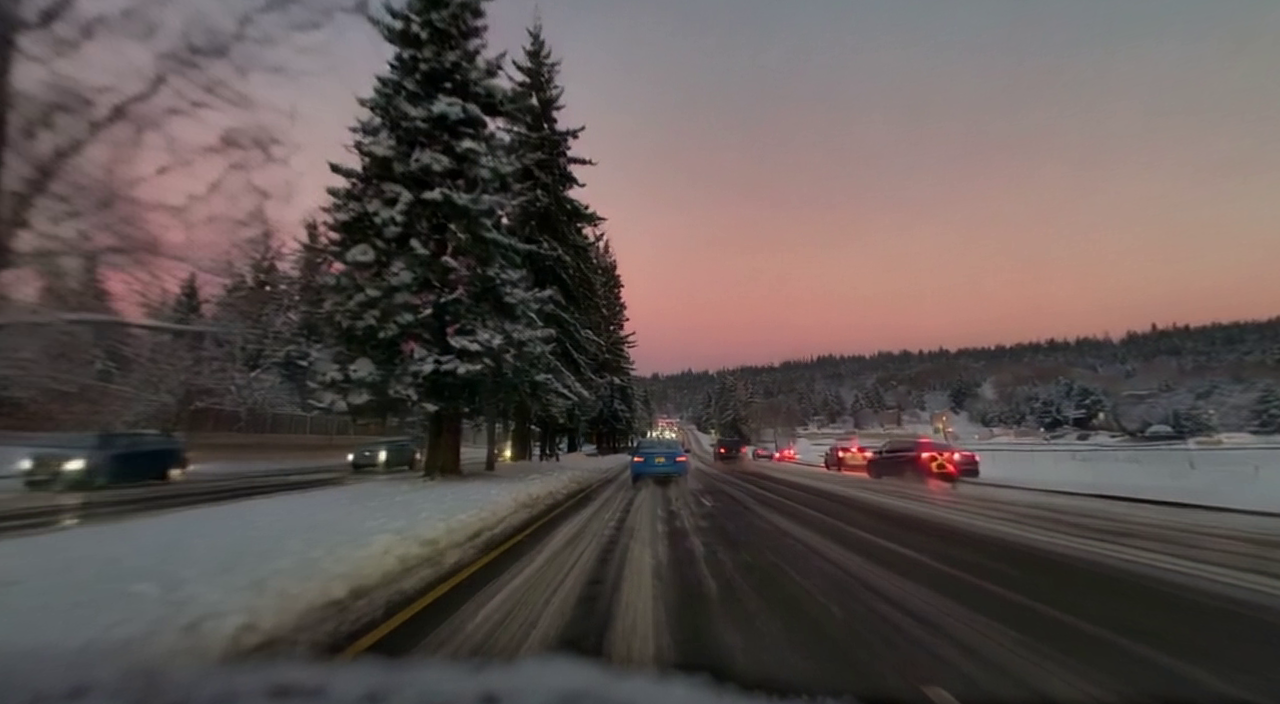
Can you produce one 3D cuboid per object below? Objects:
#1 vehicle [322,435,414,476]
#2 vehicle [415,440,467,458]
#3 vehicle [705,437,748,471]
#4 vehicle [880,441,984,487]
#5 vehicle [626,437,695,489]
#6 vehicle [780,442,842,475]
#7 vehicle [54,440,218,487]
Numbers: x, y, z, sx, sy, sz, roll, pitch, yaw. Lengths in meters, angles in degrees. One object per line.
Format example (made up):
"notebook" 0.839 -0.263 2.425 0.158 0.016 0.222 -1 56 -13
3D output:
"vehicle" -10.835 4.152 25.460 1.938 1.502 4.209 0 -9 -2
"vehicle" -13.109 6.411 41.720 1.890 1.132 4.497 1 -8 2
"vehicle" 4.872 5.787 35.947 1.976 1.796 4.159 0 -9 2
"vehicle" 11.935 4.592 26.193 2.106 1.719 4.830 0 -9 2
"vehicle" 0.690 3.786 21.876 2.145 1.603 4.369 0 -9 1
"vehicle" 8.271 5.189 30.866 1.928 1.488 4.361 0 -9 1
"vehicle" -17.243 3.812 21.923 1.874 1.441 4.625 0 -9 0
